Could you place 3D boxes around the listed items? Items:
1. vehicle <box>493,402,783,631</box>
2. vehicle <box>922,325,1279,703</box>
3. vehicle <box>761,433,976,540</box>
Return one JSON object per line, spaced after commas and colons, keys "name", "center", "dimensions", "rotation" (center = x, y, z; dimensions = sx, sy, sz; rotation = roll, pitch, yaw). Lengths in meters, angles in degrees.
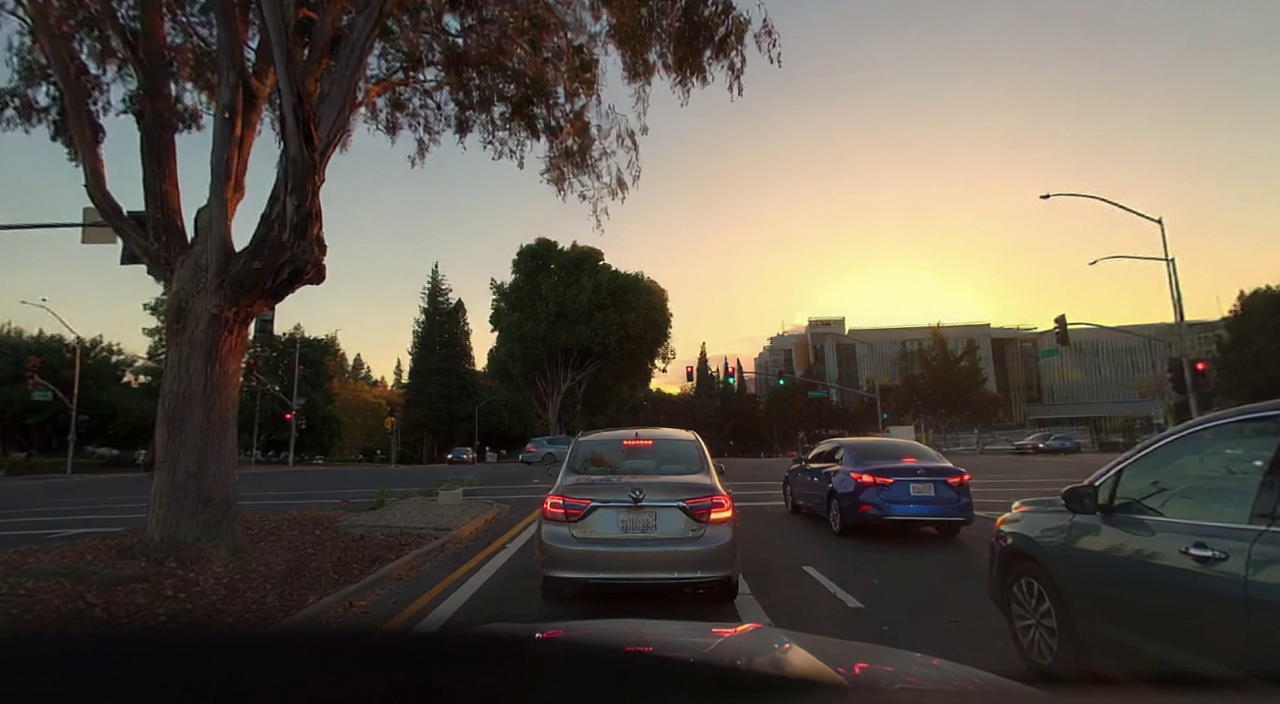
{"name": "vehicle", "center": [-0.029, 1.475, 6.512], "dimensions": [2.074, 1.631, 3.793], "rotation": [0, -9, 0]}
{"name": "vehicle", "center": [3.711, 0.938, 3.432], "dimensions": [2.162, 1.829, 4.519], "rotation": [0, -9, -1]}
{"name": "vehicle", "center": [3.681, 2.262, 11.305], "dimensions": [2.054, 1.482, 4.654], "rotation": [0, -9, -1]}
